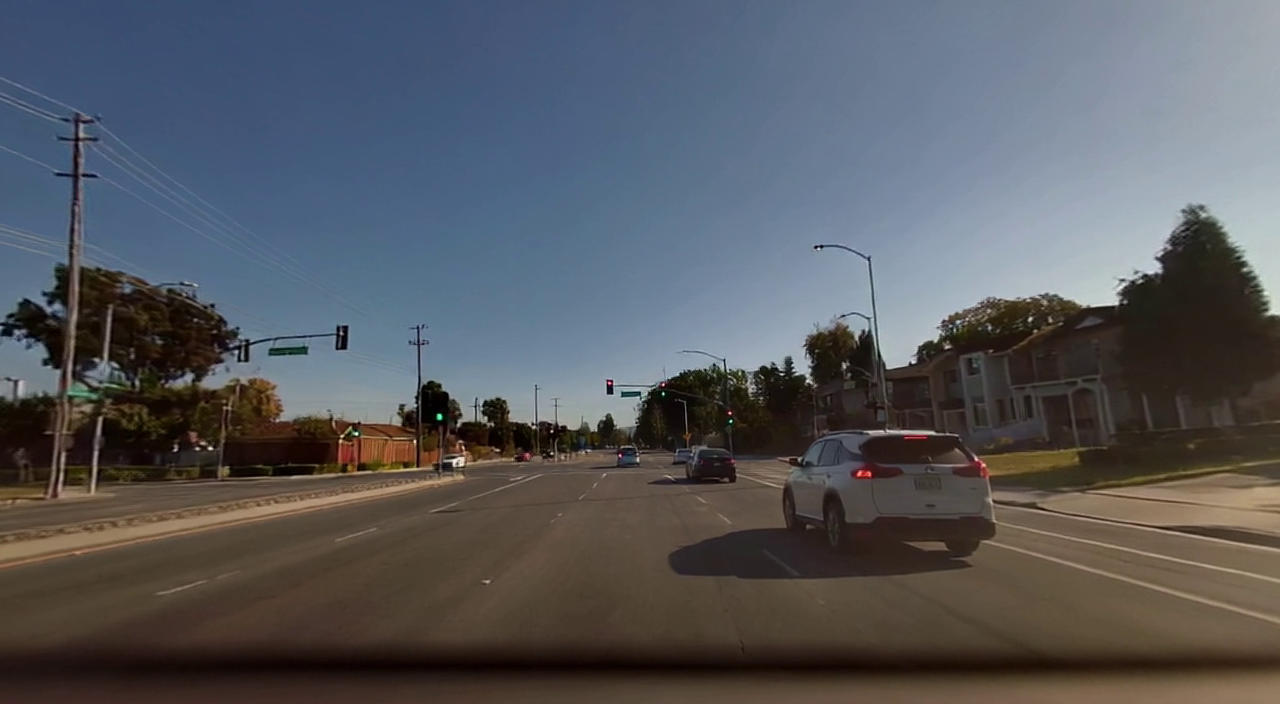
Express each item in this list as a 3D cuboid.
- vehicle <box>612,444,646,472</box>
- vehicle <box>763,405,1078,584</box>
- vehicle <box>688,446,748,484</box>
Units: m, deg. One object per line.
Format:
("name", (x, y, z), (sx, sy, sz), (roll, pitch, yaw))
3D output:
("vehicle", (-0.767, 7.003, 41.781), (2.146, 1.685, 4.003), (0, -9, -2))
("vehicle", (3.247, 1.767, 8.636), (2.129, 1.761, 4.610), (0, -9, -1))
("vehicle", (3.124, 4.636, 26.119), (1.889, 1.451, 4.180), (0, -9, -1))
